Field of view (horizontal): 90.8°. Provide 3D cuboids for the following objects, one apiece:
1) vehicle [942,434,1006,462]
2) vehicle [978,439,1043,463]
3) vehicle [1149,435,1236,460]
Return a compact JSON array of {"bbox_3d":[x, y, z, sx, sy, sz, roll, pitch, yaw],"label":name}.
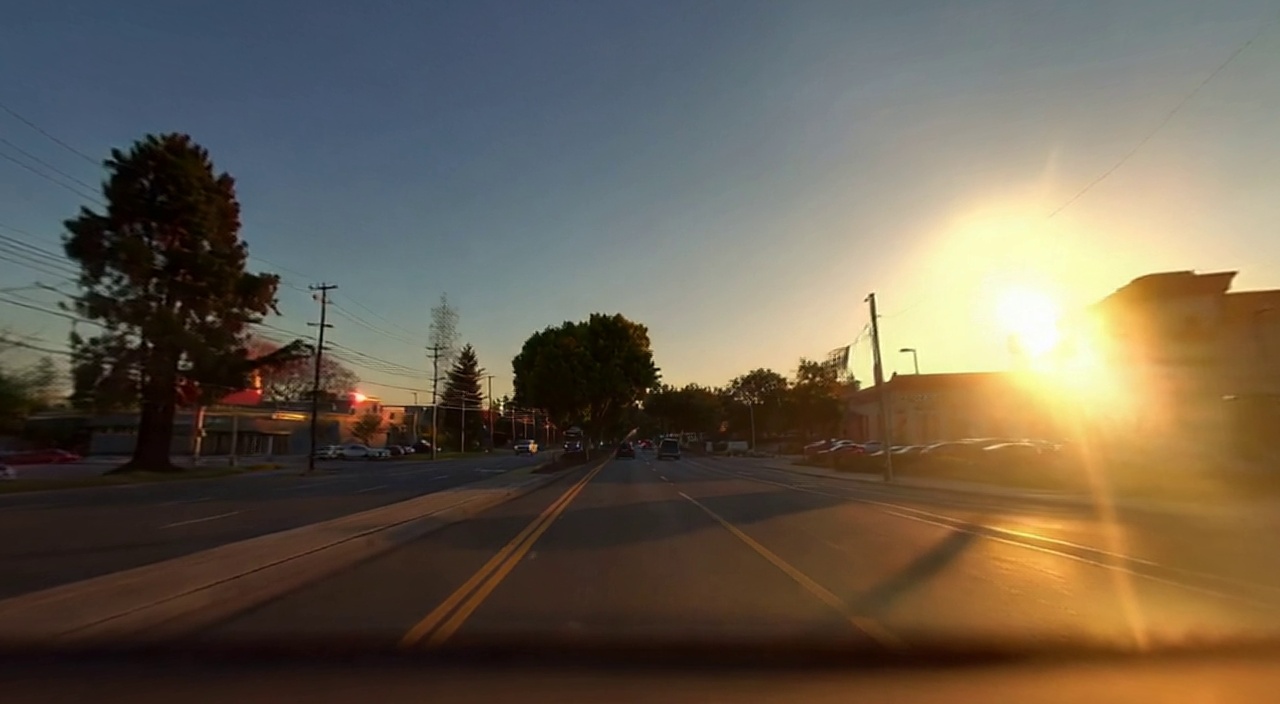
[{"bbox_3d":[24.318,7.021,46.228,2.136,1.872,4.695,-1,-9,0],"label":"vehicle"},{"bbox_3d":[26.915,7.234,46.135,2.066,1.655,4.485,-1,-9,1],"label":"vehicle"},{"bbox_3d":[40.623,7.037,46.654,2.228,1.745,4.652,0,-8,1],"label":"vehicle"}]
